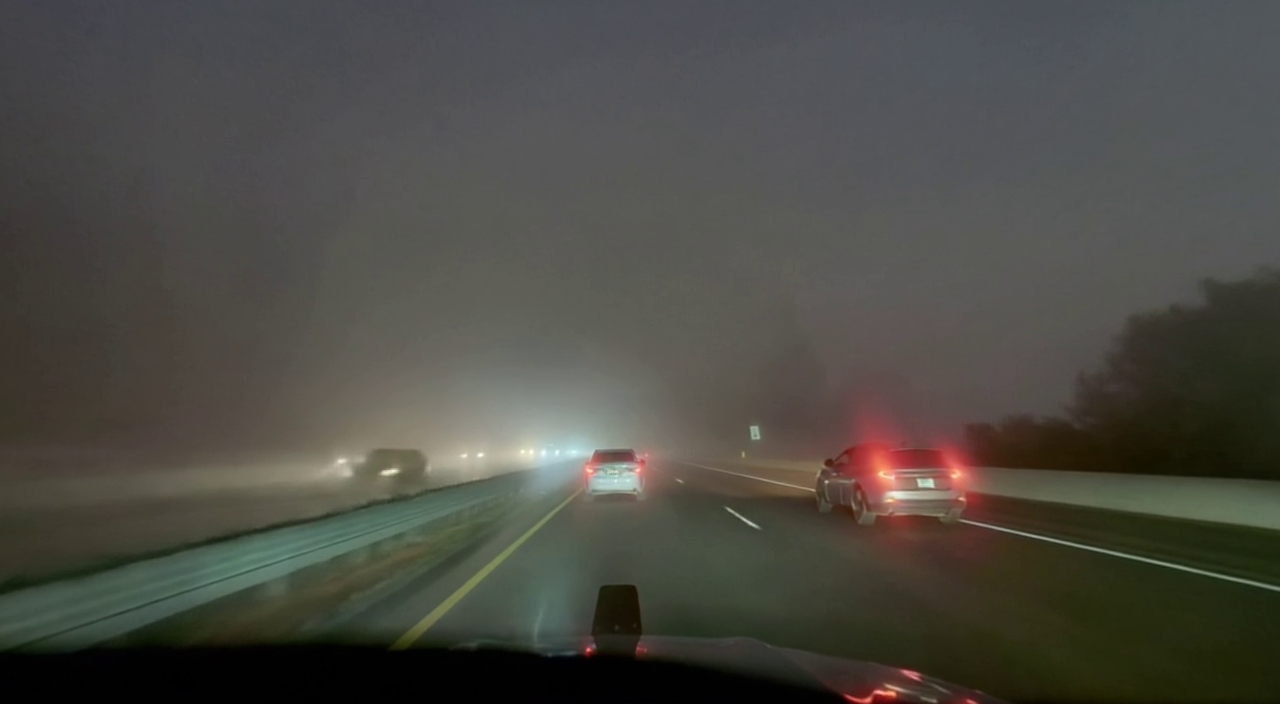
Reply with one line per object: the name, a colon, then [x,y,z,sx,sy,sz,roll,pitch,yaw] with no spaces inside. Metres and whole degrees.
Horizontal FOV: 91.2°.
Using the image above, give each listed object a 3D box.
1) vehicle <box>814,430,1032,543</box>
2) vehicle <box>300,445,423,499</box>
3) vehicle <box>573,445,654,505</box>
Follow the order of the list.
vehicle: [4.511,2.179,10.726,1.910,1.554,3.718,0,-9,-1]
vehicle: [-8.799,3.805,20.317,1.899,1.522,4.578,0,-9,-1]
vehicle: [-0.689,3.404,17.780,2.013,1.479,4.169,0,-9,-1]
